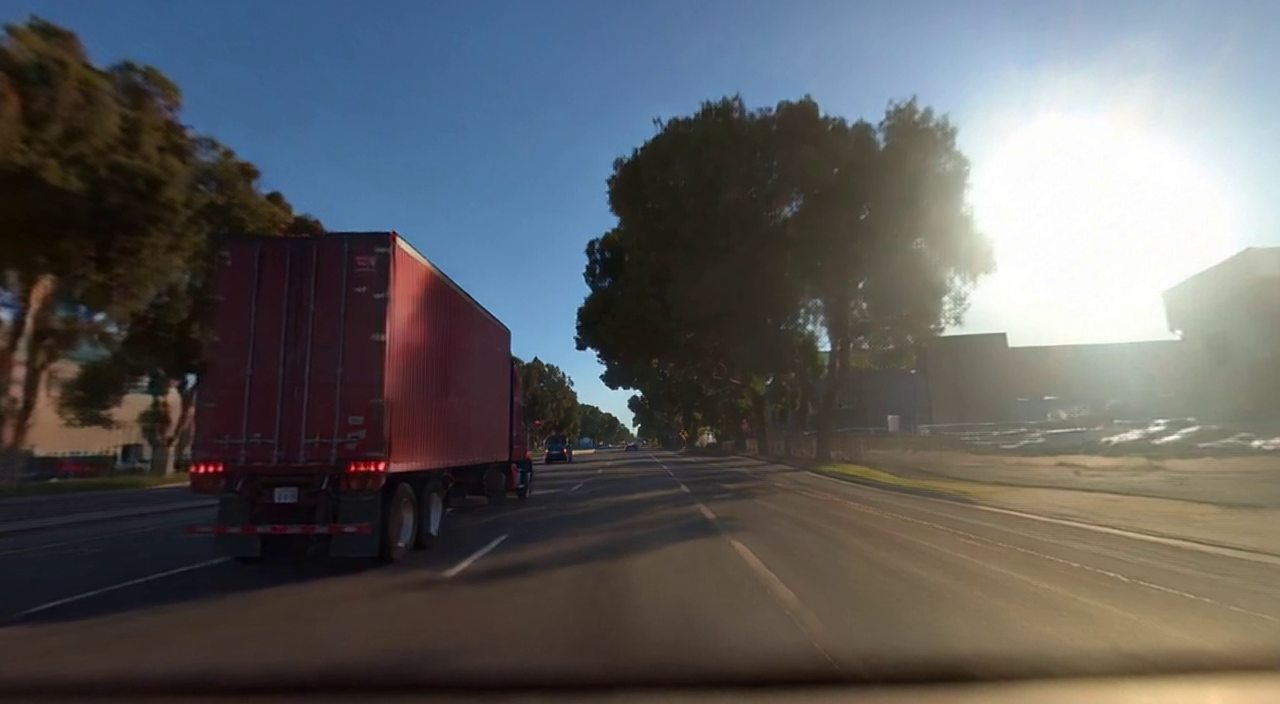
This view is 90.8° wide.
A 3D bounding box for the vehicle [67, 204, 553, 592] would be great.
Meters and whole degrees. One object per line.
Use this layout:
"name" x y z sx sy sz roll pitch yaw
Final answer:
"vehicle" -3.397 0.935 9.736 2.910 3.419 8.376 0 -8 0
